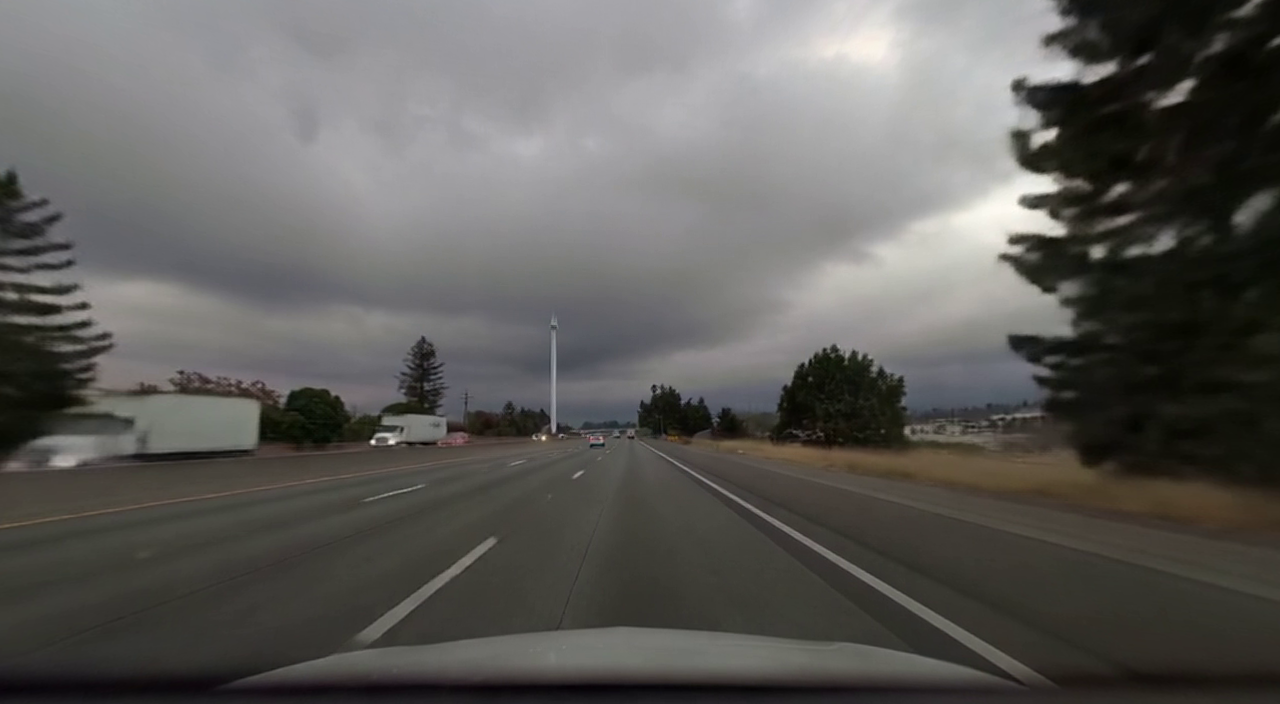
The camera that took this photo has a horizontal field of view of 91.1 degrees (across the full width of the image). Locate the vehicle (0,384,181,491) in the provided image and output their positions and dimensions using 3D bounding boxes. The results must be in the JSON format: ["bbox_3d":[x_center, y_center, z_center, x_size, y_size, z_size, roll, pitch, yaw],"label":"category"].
[{"bbox_3d":[-22.985,3.487,25.997,2.913,3.836,6.596,0,-7,-1],"label":"vehicle"}]
